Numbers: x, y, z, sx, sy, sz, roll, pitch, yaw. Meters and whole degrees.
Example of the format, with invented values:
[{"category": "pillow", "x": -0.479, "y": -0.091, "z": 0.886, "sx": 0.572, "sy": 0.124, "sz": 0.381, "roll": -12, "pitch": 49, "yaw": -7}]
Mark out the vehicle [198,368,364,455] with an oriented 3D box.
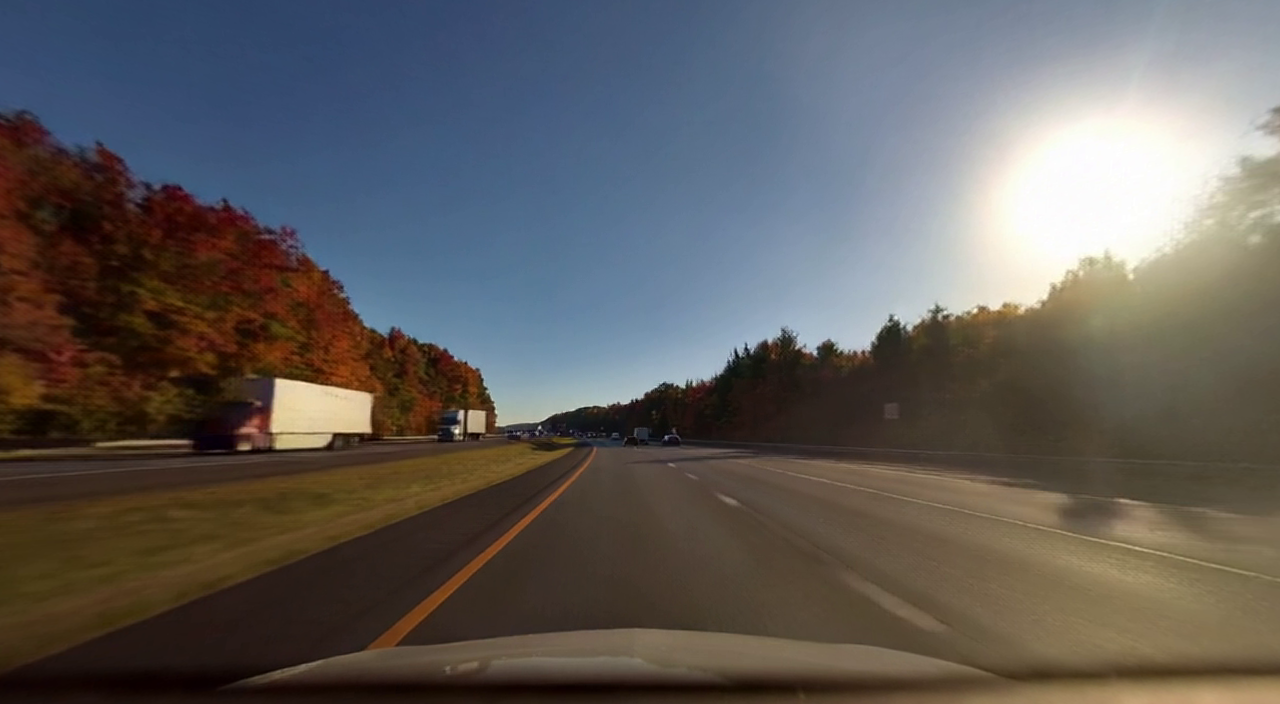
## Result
[{"category": "vehicle", "x": -17.910, "y": 3.278, "z": 32.637, "sx": 2.949, "sy": 3.792, "sz": 10.330, "roll": 0, "pitch": -8, "yaw": -3}]
